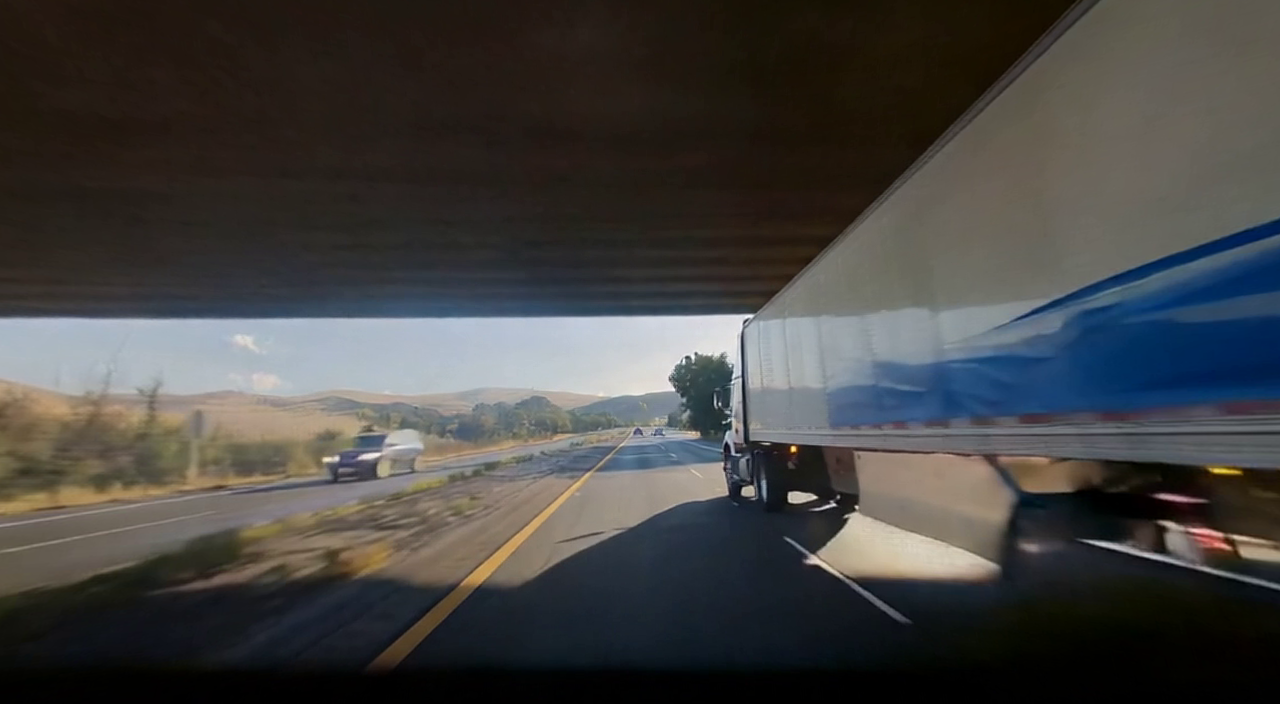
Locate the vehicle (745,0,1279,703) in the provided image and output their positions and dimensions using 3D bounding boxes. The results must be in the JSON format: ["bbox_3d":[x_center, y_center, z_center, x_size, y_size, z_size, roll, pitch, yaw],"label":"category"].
[{"bbox_3d":[3.737,0.398,7.660,3.023,3.885,10.073,0,-8,-1],"label":"vehicle"}]

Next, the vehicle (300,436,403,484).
[{"bbox_3d":[-11.069,4.136,24.491,1.915,1.668,4.330,0,-8,1],"label":"vehicle"}]
